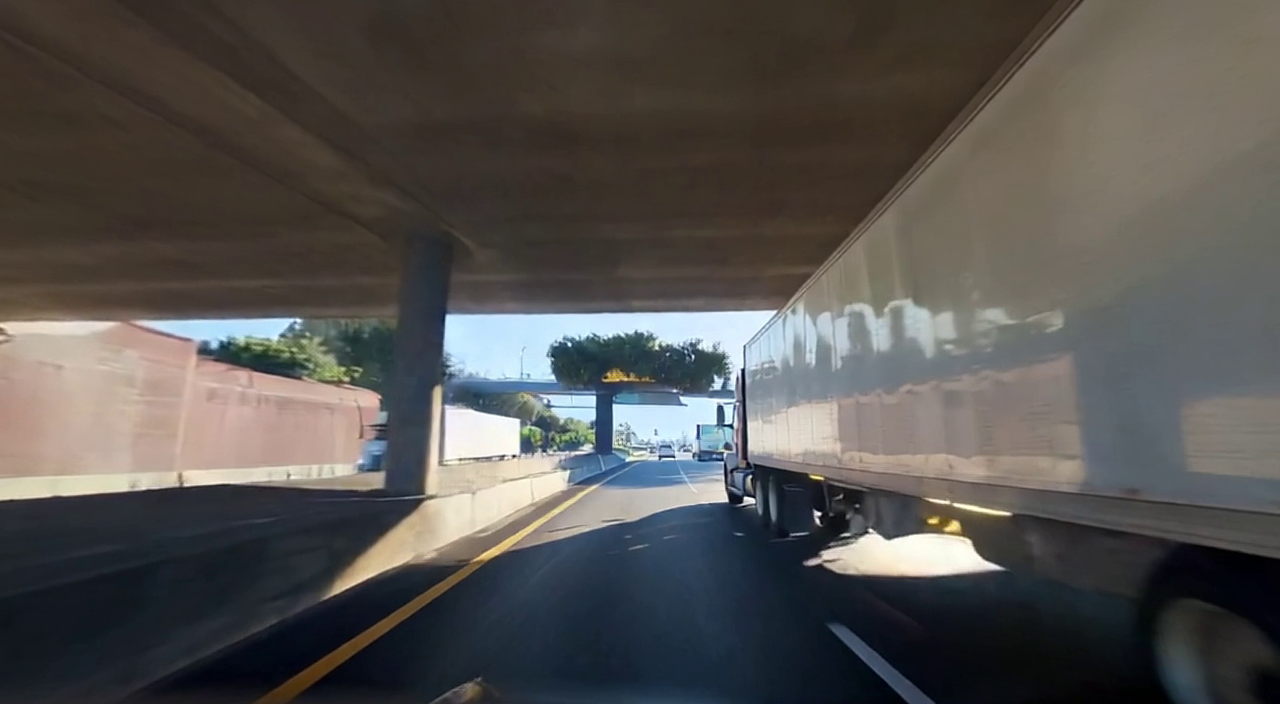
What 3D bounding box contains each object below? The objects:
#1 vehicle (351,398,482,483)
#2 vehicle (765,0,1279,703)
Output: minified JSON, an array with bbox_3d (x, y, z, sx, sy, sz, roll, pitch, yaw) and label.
[{"bbox_3d":[-11.878,4.963,34.929,3.027,3.970,10.027,-1,-9,3],"label":"vehicle"},{"bbox_3d":[3.941,0.221,5.905,2.965,4.028,12.529,0,-9,0],"label":"vehicle"}]
